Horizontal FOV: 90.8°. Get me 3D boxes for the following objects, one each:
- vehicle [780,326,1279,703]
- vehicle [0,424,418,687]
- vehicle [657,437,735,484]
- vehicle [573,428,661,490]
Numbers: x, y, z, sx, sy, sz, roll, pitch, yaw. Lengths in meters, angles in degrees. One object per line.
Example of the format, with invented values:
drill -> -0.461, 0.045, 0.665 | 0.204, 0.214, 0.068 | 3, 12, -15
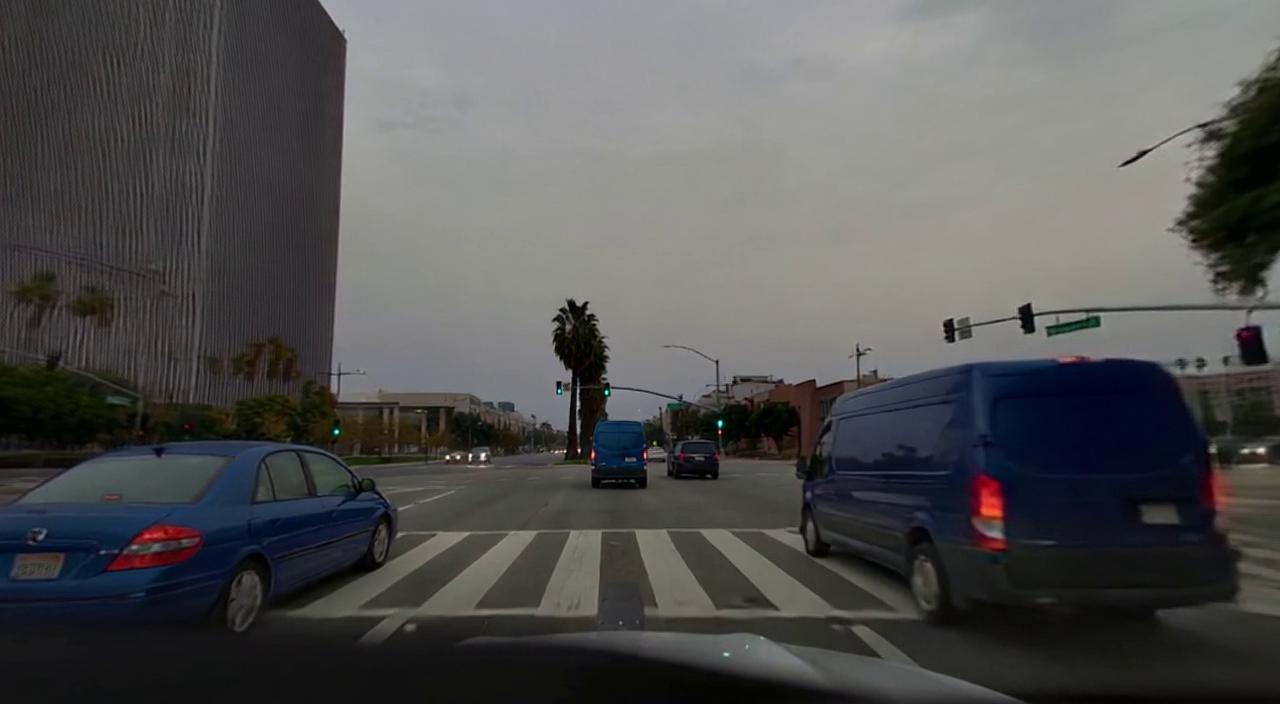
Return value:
vehicle -> 2.808, 1.144, 5.055 | 2.200, 1.847, 4.618 | 0, -9, -1
vehicle -> -3.806, 1.474, 5.849 | 1.997, 1.430, 4.655 | 0, -9, -3
vehicle -> 2.171, 4.425, 26.122 | 2.462, 1.736, 4.899 | 0, -9, -4
vehicle -> -0.849, 3.916, 23.416 | 2.848, 1.991, 5.706 | 0, -9, -2
